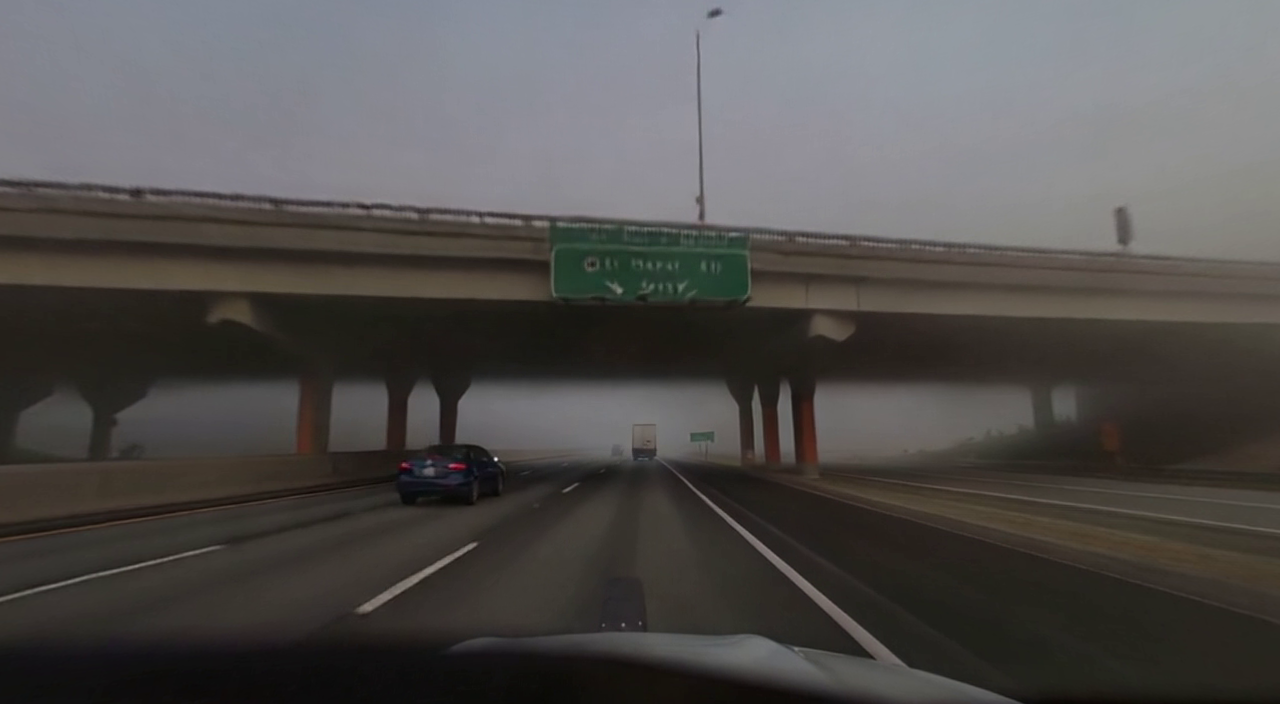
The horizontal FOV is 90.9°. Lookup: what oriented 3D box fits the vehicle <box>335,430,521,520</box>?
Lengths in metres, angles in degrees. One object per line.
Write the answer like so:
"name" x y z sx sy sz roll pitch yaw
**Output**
"vehicle" -4.257 2.587 13.787 2.235 1.593 5.077 0 -9 1
